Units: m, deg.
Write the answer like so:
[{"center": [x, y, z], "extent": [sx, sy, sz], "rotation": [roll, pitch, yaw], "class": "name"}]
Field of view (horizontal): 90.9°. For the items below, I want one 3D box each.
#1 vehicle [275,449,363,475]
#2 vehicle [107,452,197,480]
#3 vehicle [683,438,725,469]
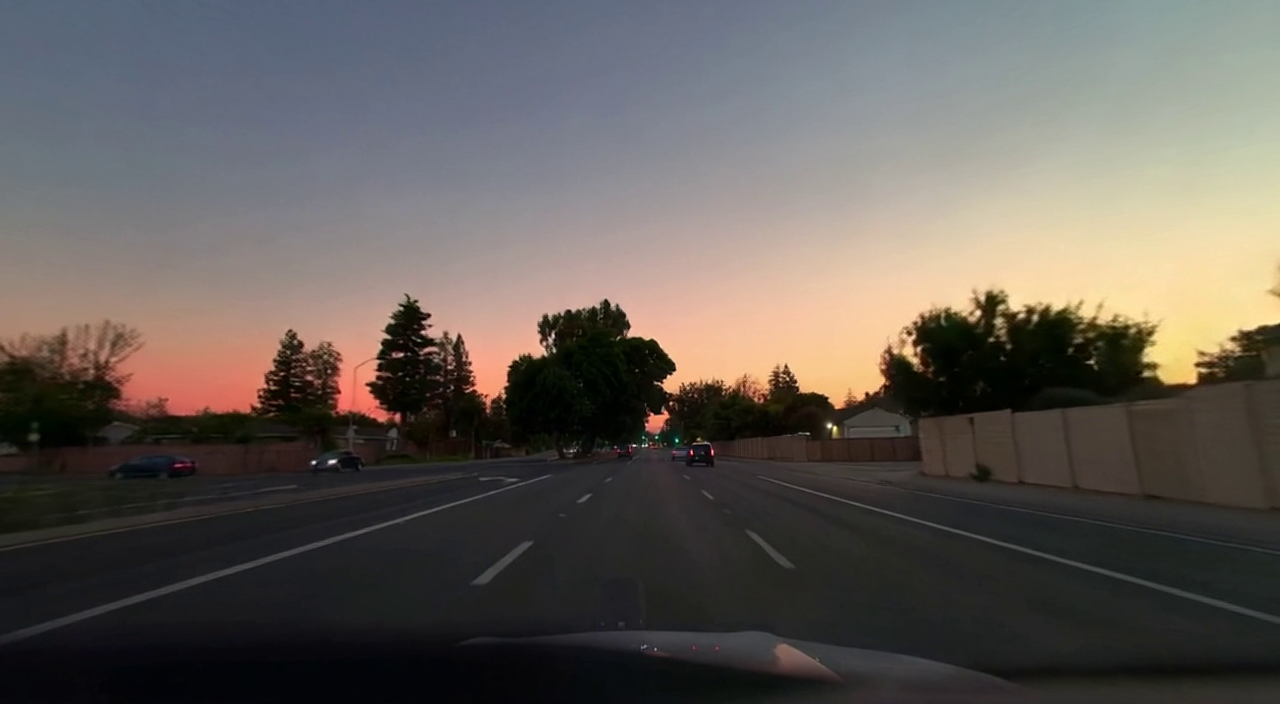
[{"center": [-19.651, 6.733, 38.730], "extent": [4.351, 1.489, 1.890], "rotation": [0, -8, -1], "class": "vehicle"}, {"center": [-27.811, 6.478, 35.943], "extent": [4.317, 1.476, 1.910], "rotation": [-3, -9, 19], "class": "vehicle"}, {"center": [3.960, 6.345, 39.529], "extent": [2.114, 1.780, 4.445], "rotation": [0, -8, 0], "class": "vehicle"}]
